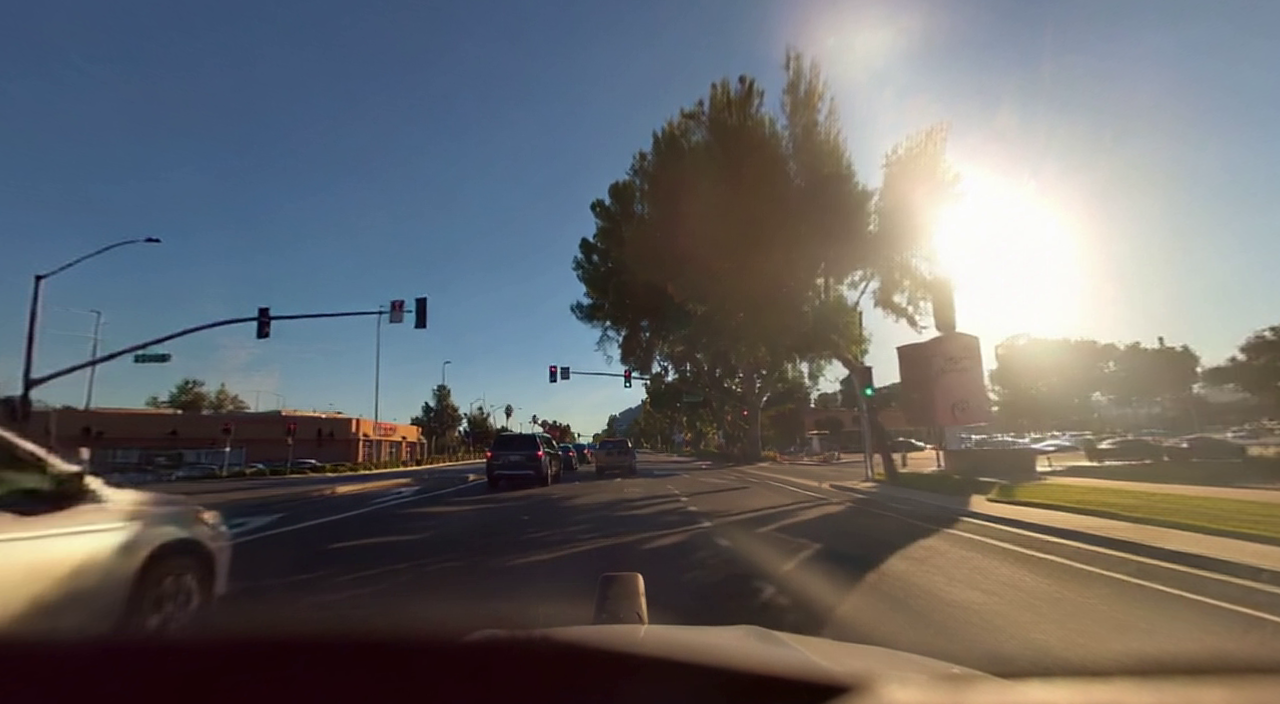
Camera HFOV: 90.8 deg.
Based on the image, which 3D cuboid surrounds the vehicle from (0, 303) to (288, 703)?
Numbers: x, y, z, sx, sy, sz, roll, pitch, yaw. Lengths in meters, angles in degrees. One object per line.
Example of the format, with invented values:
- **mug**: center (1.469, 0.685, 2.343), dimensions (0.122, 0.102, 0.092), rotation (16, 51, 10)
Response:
- **vehicle**: center (-3.657, 0.683, 2.039), dimensions (2.159, 1.877, 4.925), rotation (0, -9, 0)

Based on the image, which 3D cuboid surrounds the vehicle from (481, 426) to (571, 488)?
- **vehicle**: center (-4.001, 3.814, 23.251), dimensions (2.252, 1.999, 5.605), rotation (0, -8, 0)

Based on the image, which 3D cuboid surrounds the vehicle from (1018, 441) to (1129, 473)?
- **vehicle**: center (21.659, 5.250, 31.683), dimensions (4.317, 1.430, 1.782), rotation (-1, -8, -5)

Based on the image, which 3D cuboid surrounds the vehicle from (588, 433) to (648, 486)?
- **vehicle**: center (-0.789, 4.008, 23.866), dimensions (2.061, 1.809, 4.141), rotation (0, -8, 0)

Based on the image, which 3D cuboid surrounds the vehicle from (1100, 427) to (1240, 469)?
- **vehicle**: center (26.610, 4.849, 31.867), dimensions (5.039, 1.877, 2.076), rotation (-2, -8, 0)
